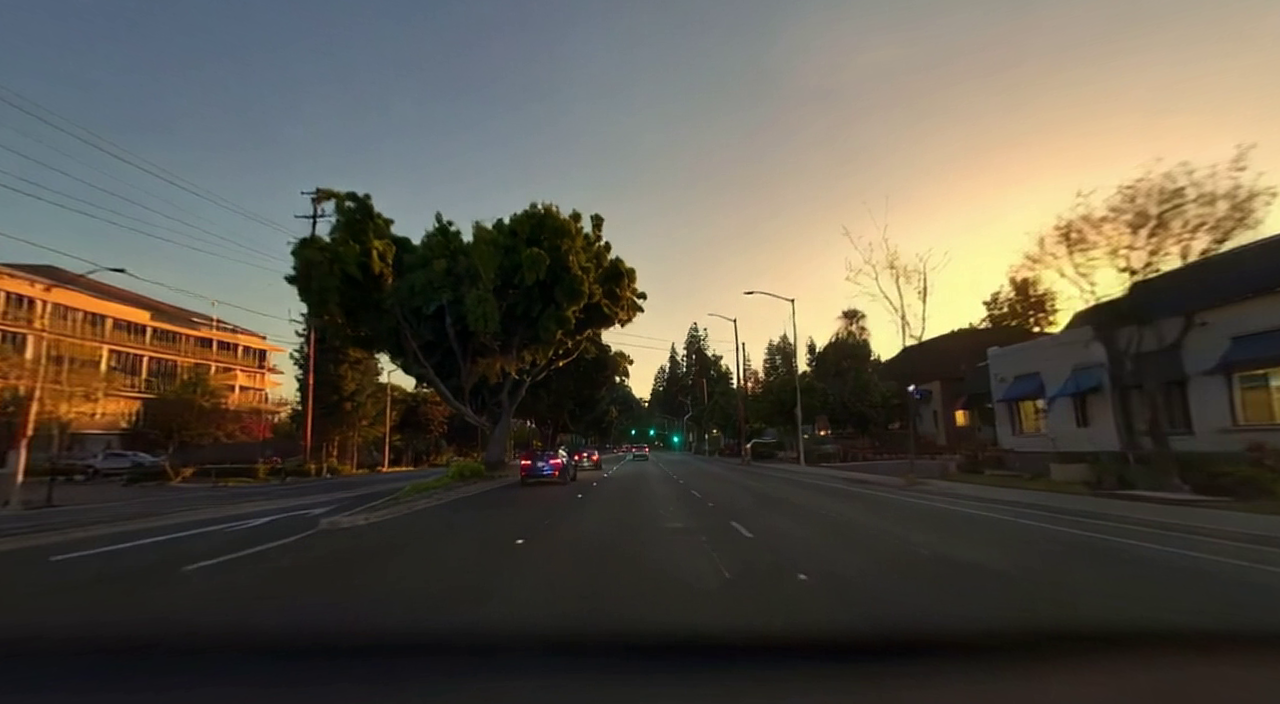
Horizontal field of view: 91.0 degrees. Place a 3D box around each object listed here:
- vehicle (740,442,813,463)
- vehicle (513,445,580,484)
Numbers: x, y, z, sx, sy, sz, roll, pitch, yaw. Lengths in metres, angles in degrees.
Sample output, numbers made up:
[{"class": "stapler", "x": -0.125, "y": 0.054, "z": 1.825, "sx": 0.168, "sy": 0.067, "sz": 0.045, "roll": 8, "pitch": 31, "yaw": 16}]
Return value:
[{"class": "vehicle", "x": 10.229, "y": 7.544, "z": 47.326, "sx": 4.885, "sy": 1.576, "sz": 2.024, "roll": 1, "pitch": -9, "yaw": -6}, {"class": "vehicle", "x": -3.716, "y": 4.570, "z": 25.910, "sx": 2.076, "sy": 1.444, "sz": 4.328, "roll": 0, "pitch": -9, "yaw": 0}]
